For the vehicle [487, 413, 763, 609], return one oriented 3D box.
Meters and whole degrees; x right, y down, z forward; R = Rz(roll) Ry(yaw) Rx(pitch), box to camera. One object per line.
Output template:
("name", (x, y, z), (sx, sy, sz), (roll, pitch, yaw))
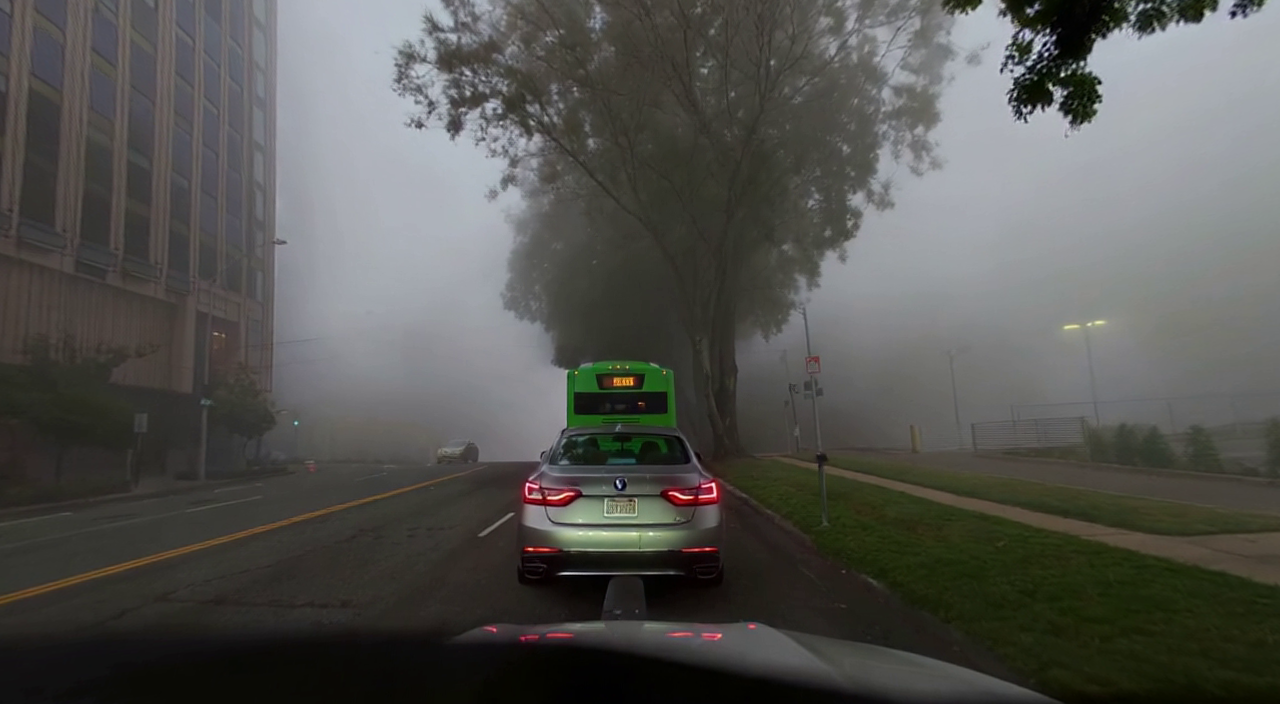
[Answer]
("vehicle", (-0.155, 1.457, 6.746), (2.064, 1.452, 3.942), (0, -8, -1))
